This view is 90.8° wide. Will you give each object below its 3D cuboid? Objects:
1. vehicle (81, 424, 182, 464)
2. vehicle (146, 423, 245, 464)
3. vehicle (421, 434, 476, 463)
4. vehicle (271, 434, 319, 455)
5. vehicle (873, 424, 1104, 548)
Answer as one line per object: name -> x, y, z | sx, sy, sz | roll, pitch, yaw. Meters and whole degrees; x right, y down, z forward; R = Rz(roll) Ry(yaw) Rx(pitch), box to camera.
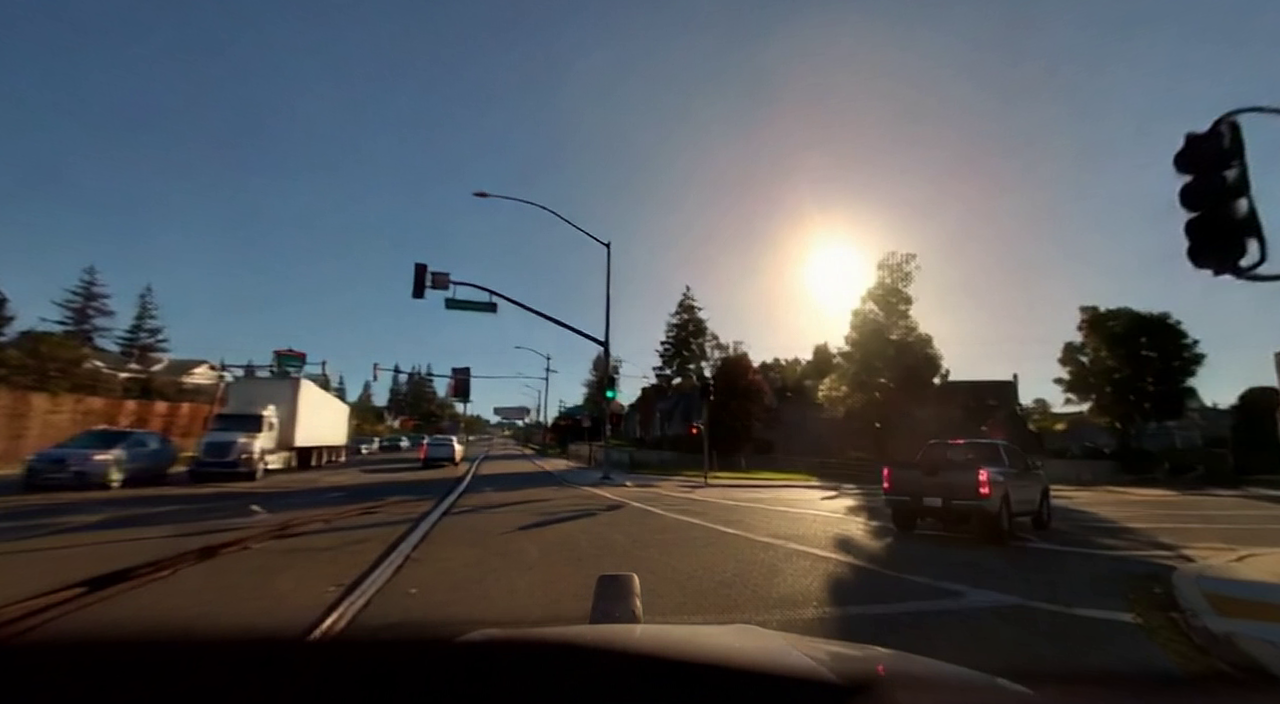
vehicle -> -25.925, 4.758, 32.440 | 1.972, 1.898, 4.620 | 2, -9, -11
vehicle -> -21.227, 4.462, 30.448 | 2.013, 1.787, 4.823 | 2, -10, -12
vehicle -> -10.458, 5.342, 34.820 | 2.004, 1.482, 4.799 | 1, -9, -6
vehicle -> -25.029, 6.780, 45.948 | 1.838, 1.434, 4.036 | 2, -10, -11
vehicle -> 7.105, 2.545, 12.619 | 5.251, 1.926, 2.404 | 9, -13, -43
